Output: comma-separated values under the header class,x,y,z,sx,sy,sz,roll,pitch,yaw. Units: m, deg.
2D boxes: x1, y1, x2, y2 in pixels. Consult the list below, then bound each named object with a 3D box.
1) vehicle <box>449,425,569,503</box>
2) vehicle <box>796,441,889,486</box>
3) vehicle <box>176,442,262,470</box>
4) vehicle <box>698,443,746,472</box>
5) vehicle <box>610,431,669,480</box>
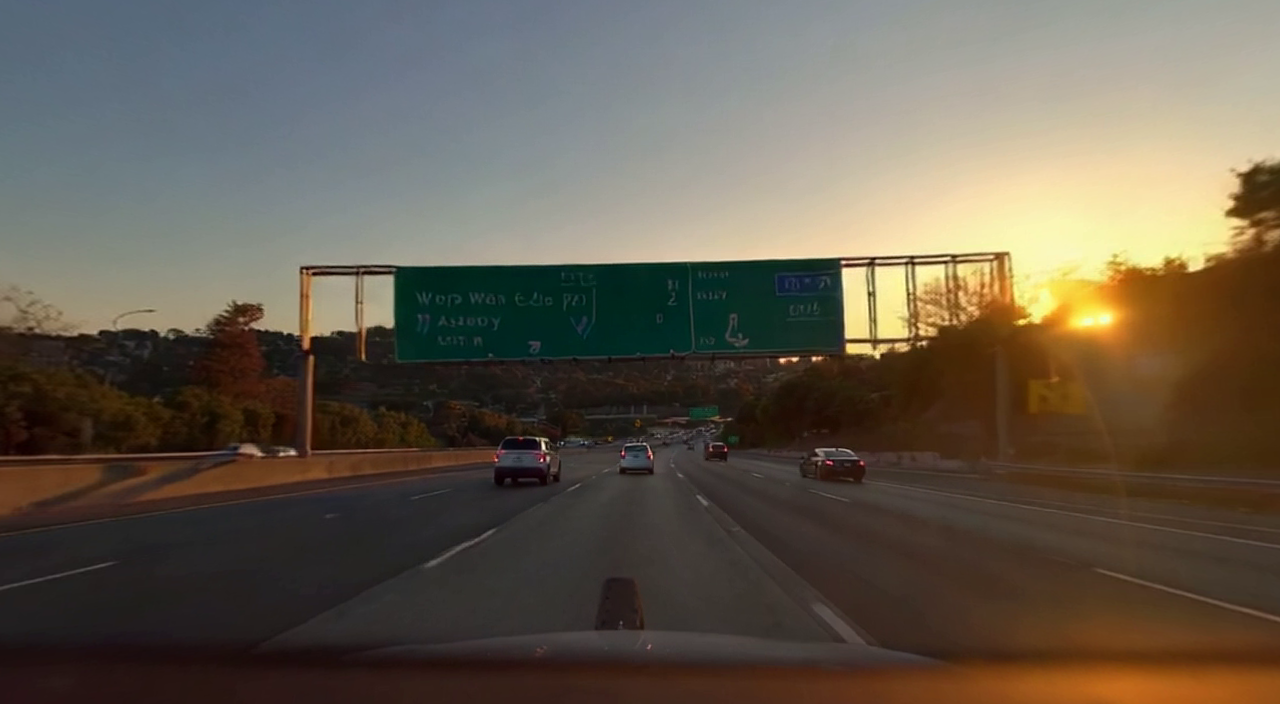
class,x,y,z,sx,sy,sz,roll,pitch,yaw
vehicle,-3.236,2.878,16.556,2.142,1.759,4.297,0,-9,1
vehicle,7.288,4.035,23.169,1.936,1.480,4.373,0,-9,0
vehicle,-26.066,6.427,39.226,1.954,1.612,4.596,-1,-9,4
vehicle,4.316,5.603,33.690,2.005,1.456,4.287,0,-9,0
vehicle,-0.009,4.371,26.859,2.270,1.862,4.949,0,-9,1
